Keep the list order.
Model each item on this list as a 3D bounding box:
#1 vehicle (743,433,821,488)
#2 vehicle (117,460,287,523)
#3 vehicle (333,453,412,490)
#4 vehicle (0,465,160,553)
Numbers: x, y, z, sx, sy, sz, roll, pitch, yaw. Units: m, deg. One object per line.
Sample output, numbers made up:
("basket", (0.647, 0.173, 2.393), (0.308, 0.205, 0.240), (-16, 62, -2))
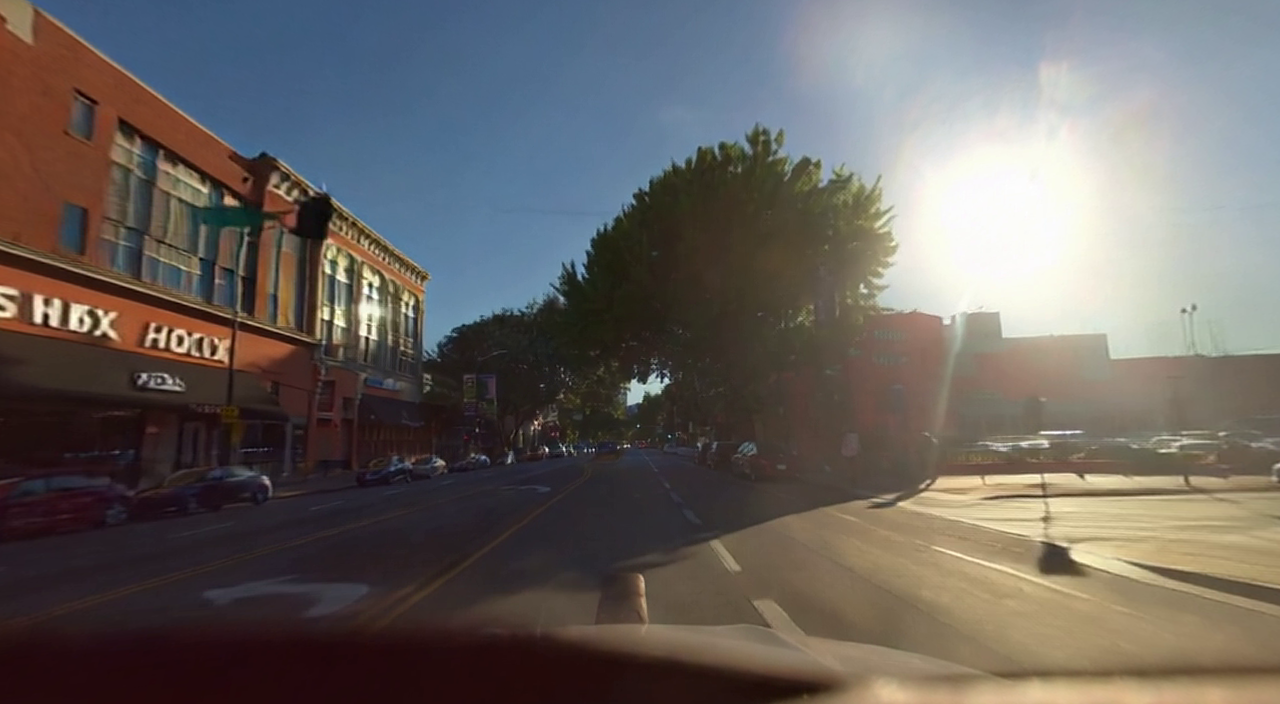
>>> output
("vehicle", (5.628, 4.350, 25.632), (2.010, 1.943, 4.319), (-2, -9, -1))
("vehicle", (-12.380, 3.916, 18.288), (1.842, 1.461, 4.371), (0, -8, -2))
("vehicle", (-12.385, 5.523, 29.560), (1.804, 1.533, 4.121), (0, -8, 1))
("vehicle", (-12.587, 3.131, 12.925), (1.945, 1.451, 4.522), (0, -8, 1))
